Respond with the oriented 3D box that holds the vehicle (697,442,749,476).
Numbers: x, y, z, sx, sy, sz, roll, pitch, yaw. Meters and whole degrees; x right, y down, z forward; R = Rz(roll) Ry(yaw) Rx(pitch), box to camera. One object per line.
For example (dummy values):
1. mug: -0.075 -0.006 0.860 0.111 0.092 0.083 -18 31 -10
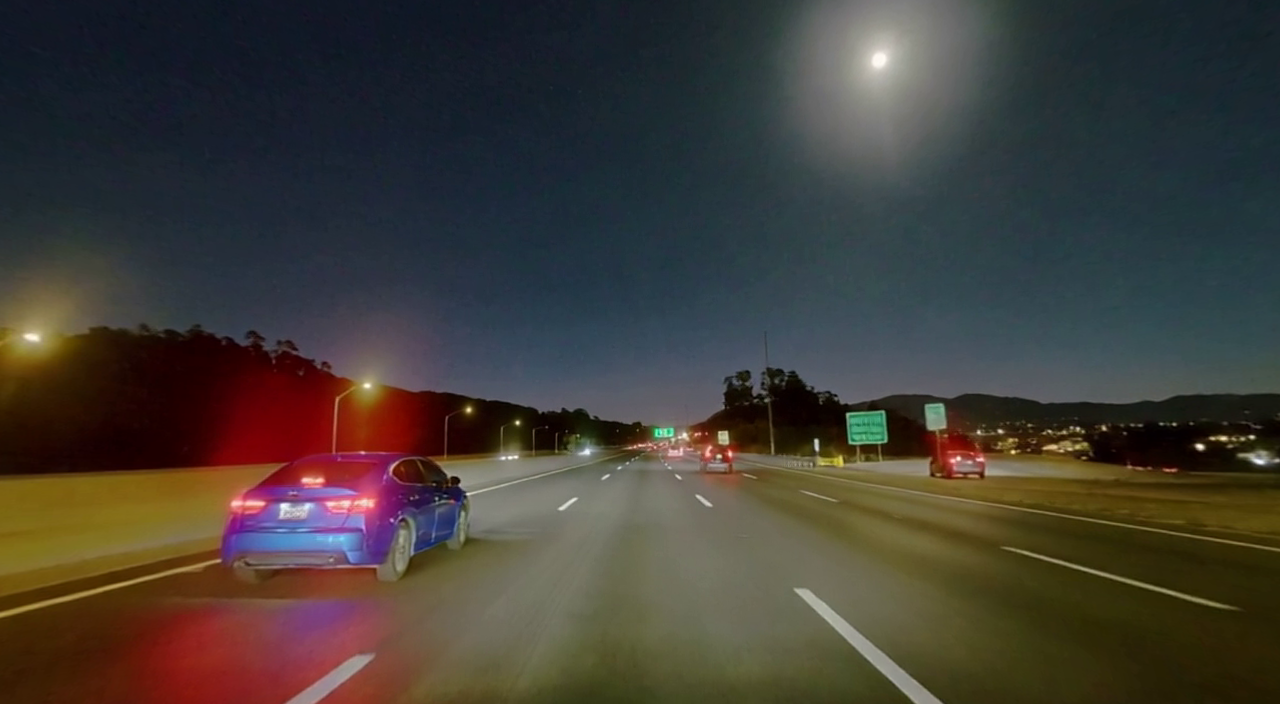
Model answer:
1. vehicle: 3.888 5.073 30.235 1.916 1.469 4.481 0 -8 0
